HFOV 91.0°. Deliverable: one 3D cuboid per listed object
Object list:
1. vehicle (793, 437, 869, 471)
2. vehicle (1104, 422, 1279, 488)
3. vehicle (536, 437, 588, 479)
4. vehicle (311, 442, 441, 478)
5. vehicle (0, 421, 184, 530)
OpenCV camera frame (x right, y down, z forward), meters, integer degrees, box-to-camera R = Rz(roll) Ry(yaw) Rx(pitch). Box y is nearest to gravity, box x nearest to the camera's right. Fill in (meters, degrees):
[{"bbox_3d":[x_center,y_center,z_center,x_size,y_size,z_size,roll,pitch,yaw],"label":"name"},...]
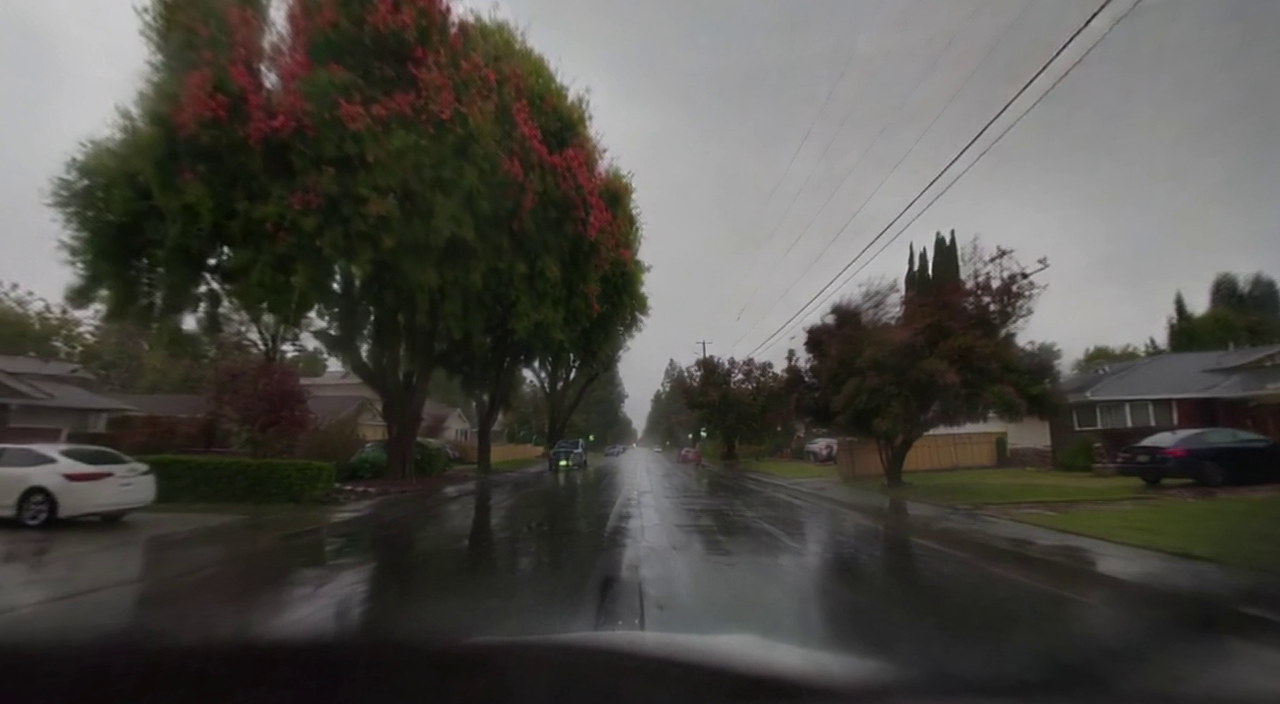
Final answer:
[{"bbox_3d":[10.490,5.606,34.732,3.647,1.784,1.650,-1,-8,2],"label":"vehicle"},{"bbox_3d":[14.850,2.646,16.325,4.553,1.526,2.000,2,-9,-16],"label":"vehicle"},{"bbox_3d":[-4.927,6.737,40.445,2.482,2.054,5.323,1,-3,2],"label":"vehicle"},{"bbox_3d":[-11.961,4.917,28.735,4.977,1.558,2.079,0,-9,1],"label":"vehicle"},{"bbox_3d":[-11.375,2.301,11.712,4.373,1.747,2.029,-3,-9,7],"label":"vehicle"}]
